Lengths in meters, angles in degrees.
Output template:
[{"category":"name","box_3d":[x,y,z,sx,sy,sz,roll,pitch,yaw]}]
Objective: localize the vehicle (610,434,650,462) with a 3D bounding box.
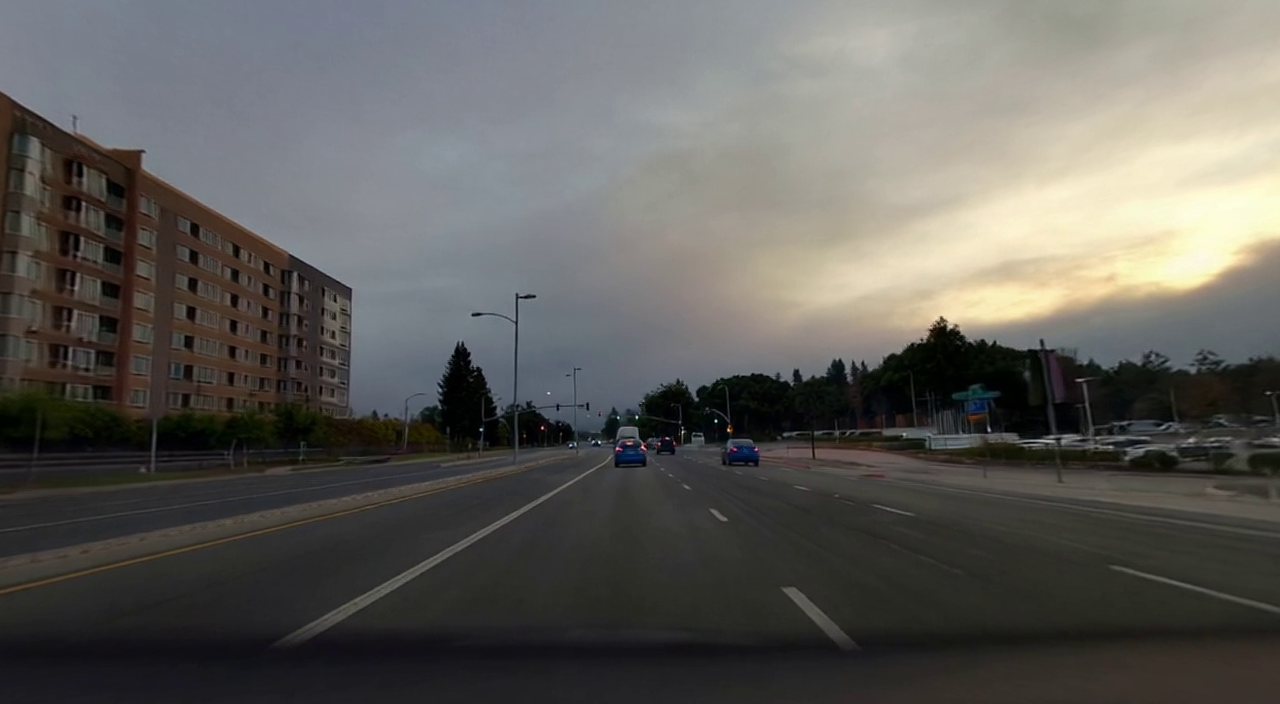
[{"category":"vehicle","box_3d":[-0.689,6.936,45.608,2.682,1.908,5.706,0,-9,-1]}]

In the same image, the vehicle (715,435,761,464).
[{"category":"vehicle","box_3d":[6.527,6.534,42.321,2.136,1.799,4.796,1,-9,-2]}]
